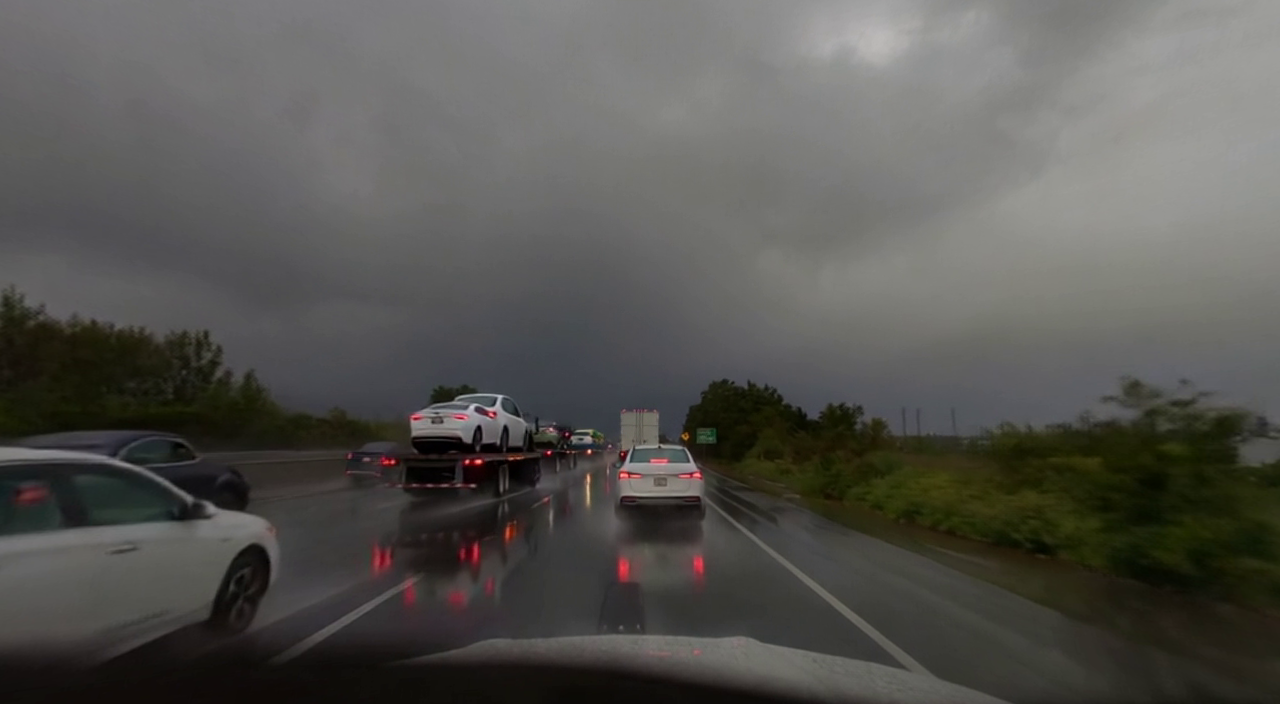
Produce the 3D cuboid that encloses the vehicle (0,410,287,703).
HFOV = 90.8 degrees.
[{"bbox_3d":[-3.673,0.951,2.394,1.947,1.470,4.526,0,-9,1],"label":"vehicle"}]

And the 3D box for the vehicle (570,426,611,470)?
[{"bbox_3d":[-3.275,6.579,43.124,2.289,2.710,6.726,0,-9,0],"label":"vehicle"}]

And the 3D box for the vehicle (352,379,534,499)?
[{"bbox_3d":[-2.984,1.475,10.566,2.031,1.594,4.103,1,-9,-5],"label":"vehicle"}]

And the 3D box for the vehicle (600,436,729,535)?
[{"bbox_3d":[0.349,2.332,11.531,1.991,1.507,3.391,0,-9,-1],"label":"vehicle"}]
